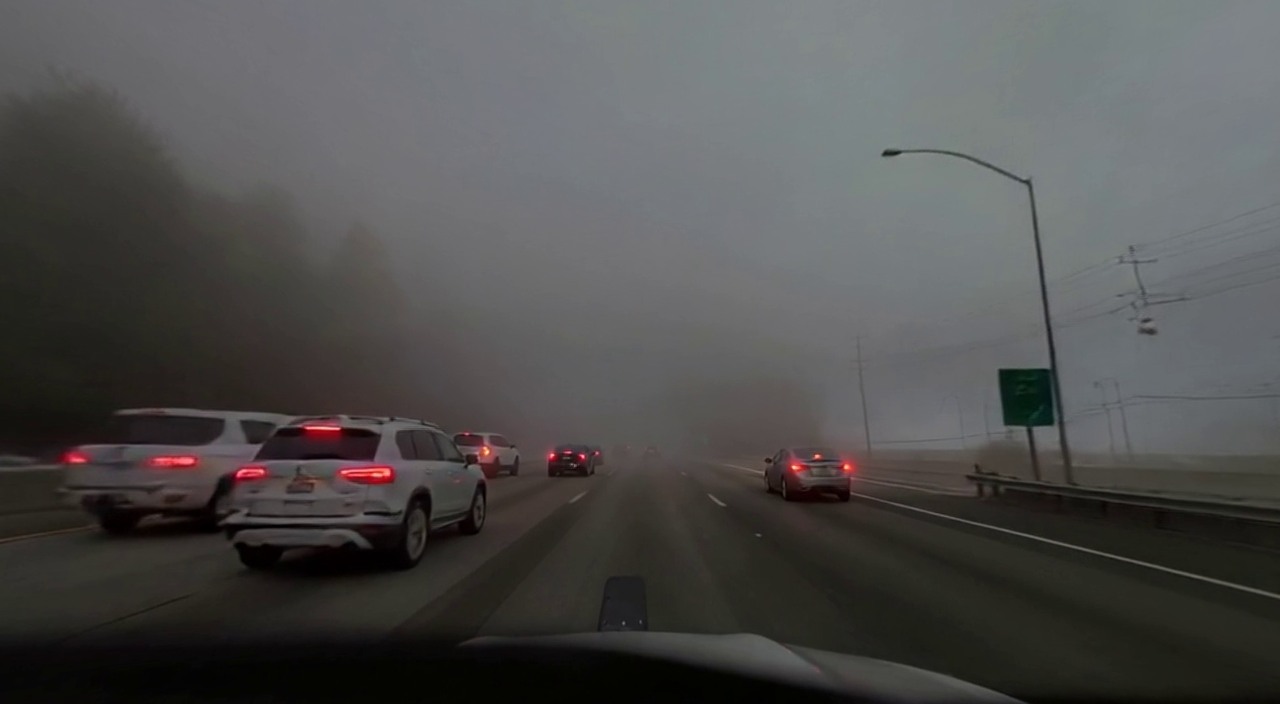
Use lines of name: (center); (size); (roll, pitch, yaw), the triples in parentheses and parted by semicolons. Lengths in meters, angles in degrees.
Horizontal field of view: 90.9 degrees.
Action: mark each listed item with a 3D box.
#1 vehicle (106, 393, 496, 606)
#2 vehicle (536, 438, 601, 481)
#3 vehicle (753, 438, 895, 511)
vehicle: (-3.373, 1.574, 7.636); (2.133, 1.775, 4.530); (0, -8, 1)
vehicle: (-2.941, 4.539, 27.045); (2.133, 1.668, 4.505); (0, -8, 2)
vehicle: (4.197, 2.868, 15.321); (2.022, 1.472, 4.678); (0, -8, 0)
